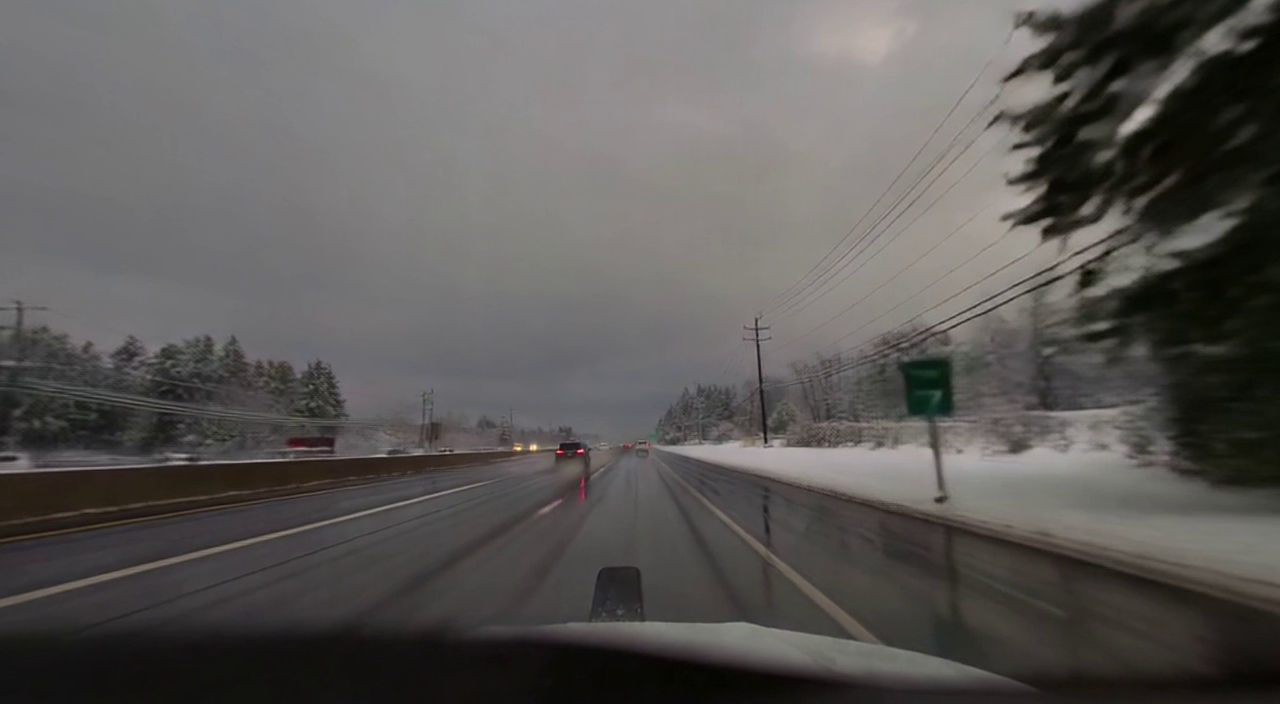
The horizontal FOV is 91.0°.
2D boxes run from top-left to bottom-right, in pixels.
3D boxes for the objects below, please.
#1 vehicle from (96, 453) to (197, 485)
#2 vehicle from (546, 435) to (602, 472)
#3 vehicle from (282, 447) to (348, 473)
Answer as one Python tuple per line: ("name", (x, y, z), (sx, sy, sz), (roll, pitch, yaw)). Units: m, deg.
("vehicle", (-28.370, 6.700, 36.434), (1.971, 1.648, 4.712), (0, -9, 0))
("vehicle", (-3.702, 5.810, 36.297), (2.577, 1.939, 5.408), (0, -9, 1))
("vehicle", (-24.370, 8.105, 47.531), (2.001, 1.787, 5.480), (0, -9, 0))
